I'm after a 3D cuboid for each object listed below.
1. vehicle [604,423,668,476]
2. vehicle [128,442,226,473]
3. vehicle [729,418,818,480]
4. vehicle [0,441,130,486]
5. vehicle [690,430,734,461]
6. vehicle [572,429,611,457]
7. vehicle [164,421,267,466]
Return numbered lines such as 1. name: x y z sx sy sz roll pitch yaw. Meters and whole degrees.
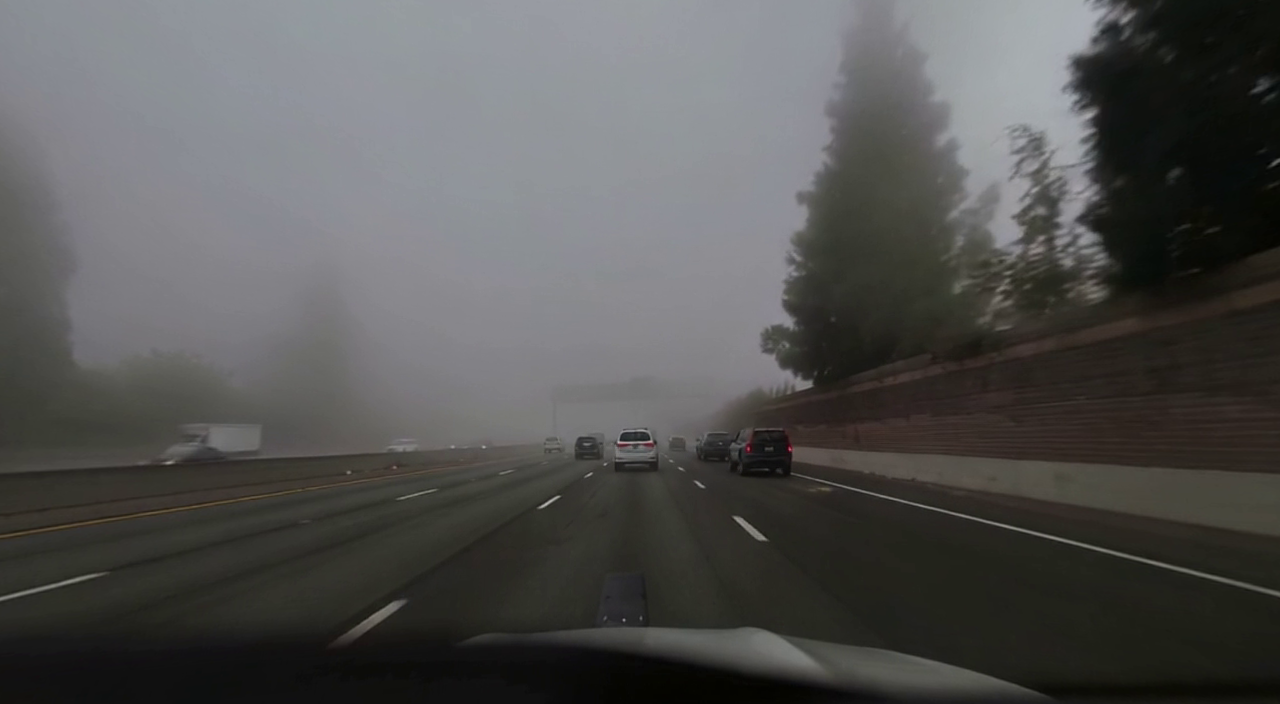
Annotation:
1. vehicle: -0.122 3.706 24.086 2.233 1.804 4.273 0 -8 0
2. vehicle: -25.247 5.739 34.615 1.894 1.567 4.472 0 -8 0
3. vehicle: 4.321 3.246 21.171 2.017 1.847 4.299 0 -8 -1
4. vehicle: -21.754 4.106 23.508 1.861 1.507 4.264 0 -8 1
5. vehicle: 3.995 5.280 35.583 2.001 1.651 3.916 0 -8 0
6. vehicle: -3.441 6.658 46.198 2.274 1.896 5.571 0 -8 2
7. vehicle: -32.257 7.025 48.364 2.747 3.186 7.228 0 -8 1
